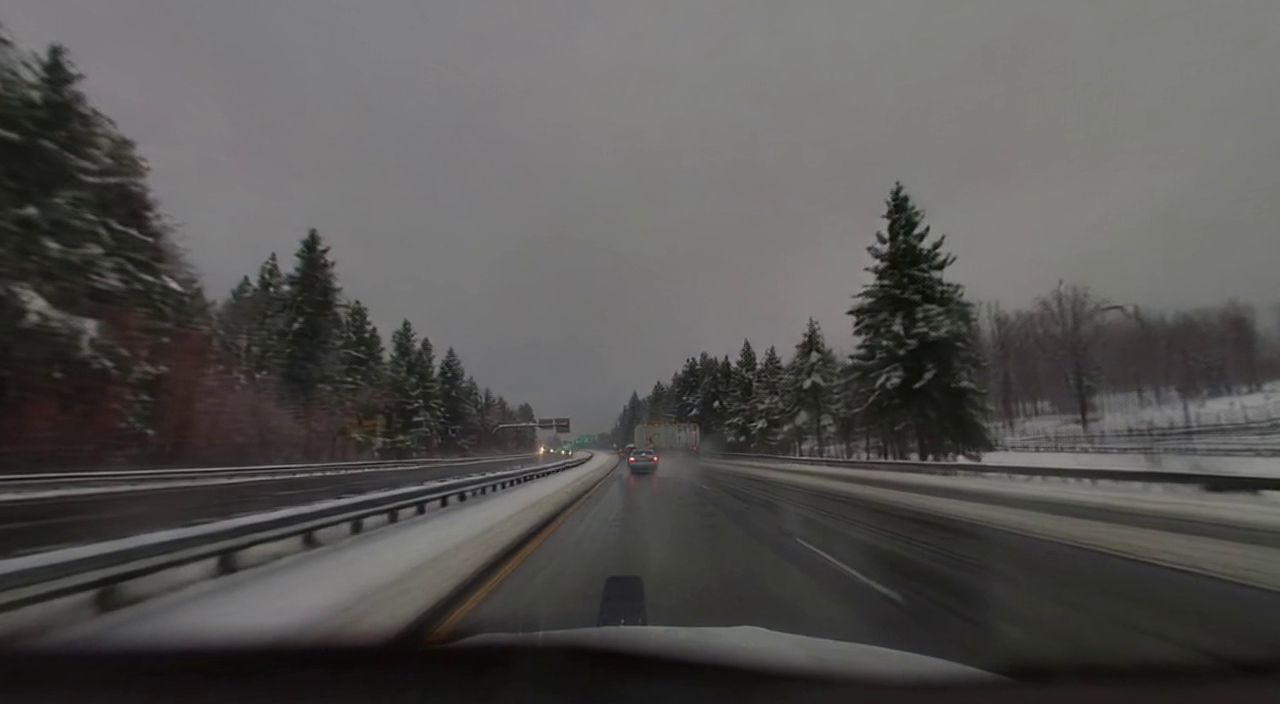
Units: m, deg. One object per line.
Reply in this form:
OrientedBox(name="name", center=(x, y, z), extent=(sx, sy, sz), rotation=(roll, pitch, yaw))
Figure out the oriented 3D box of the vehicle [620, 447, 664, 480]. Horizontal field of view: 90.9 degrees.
OrientedBox(name="vehicle", center=(0.076, 5.481, 31.338), extent=(2.069, 1.523, 4.012), rotation=(0, -9, 0))
